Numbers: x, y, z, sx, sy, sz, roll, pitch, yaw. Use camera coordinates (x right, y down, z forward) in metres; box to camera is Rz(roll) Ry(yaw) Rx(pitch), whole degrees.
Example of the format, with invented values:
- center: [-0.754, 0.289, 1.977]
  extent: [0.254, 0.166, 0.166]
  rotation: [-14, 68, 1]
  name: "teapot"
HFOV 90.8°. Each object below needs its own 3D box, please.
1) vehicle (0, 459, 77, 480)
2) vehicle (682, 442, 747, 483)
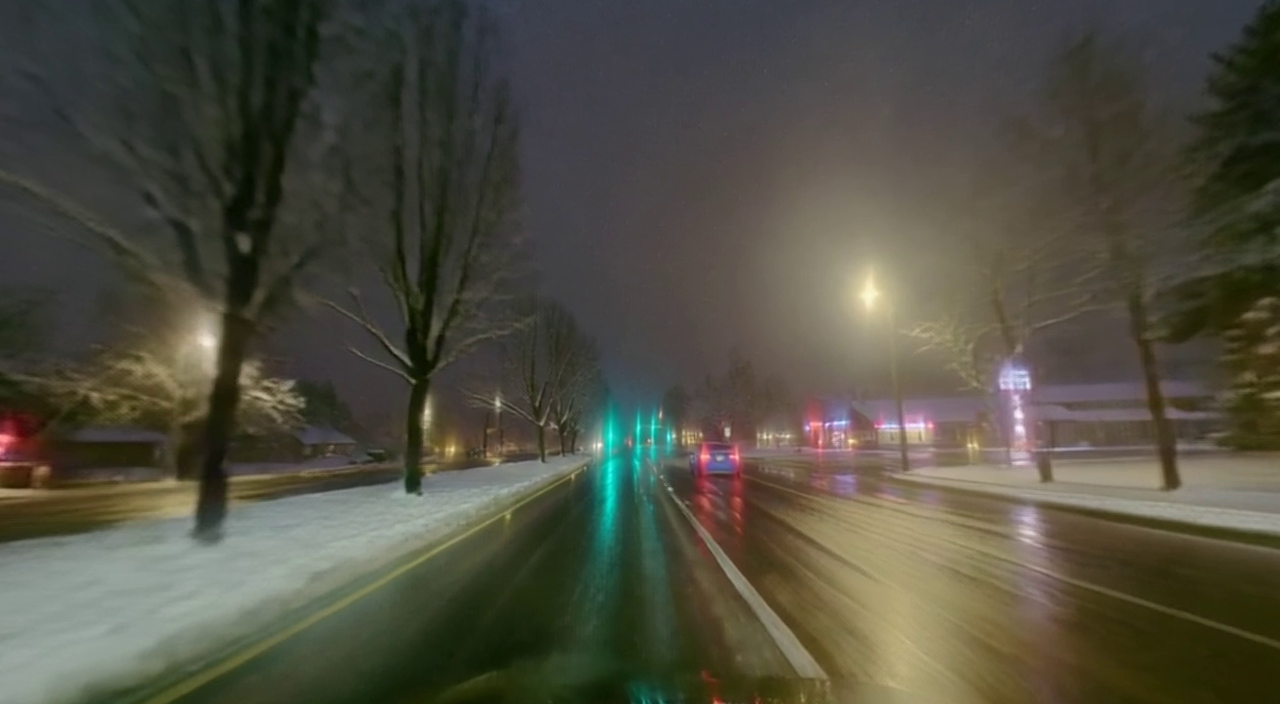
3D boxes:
- center: [-45.803, 8.889, 47.810]
  extent: [4.294, 1.459, 1.898]
  rotation: [1, -8, -5]
  name: "vehicle"
- center: [2.803, 4.241, 24.649]
  extent: [1.929, 1.411, 4.284]
  rotation: [1, -8, -1]
  name: "vehicle"
